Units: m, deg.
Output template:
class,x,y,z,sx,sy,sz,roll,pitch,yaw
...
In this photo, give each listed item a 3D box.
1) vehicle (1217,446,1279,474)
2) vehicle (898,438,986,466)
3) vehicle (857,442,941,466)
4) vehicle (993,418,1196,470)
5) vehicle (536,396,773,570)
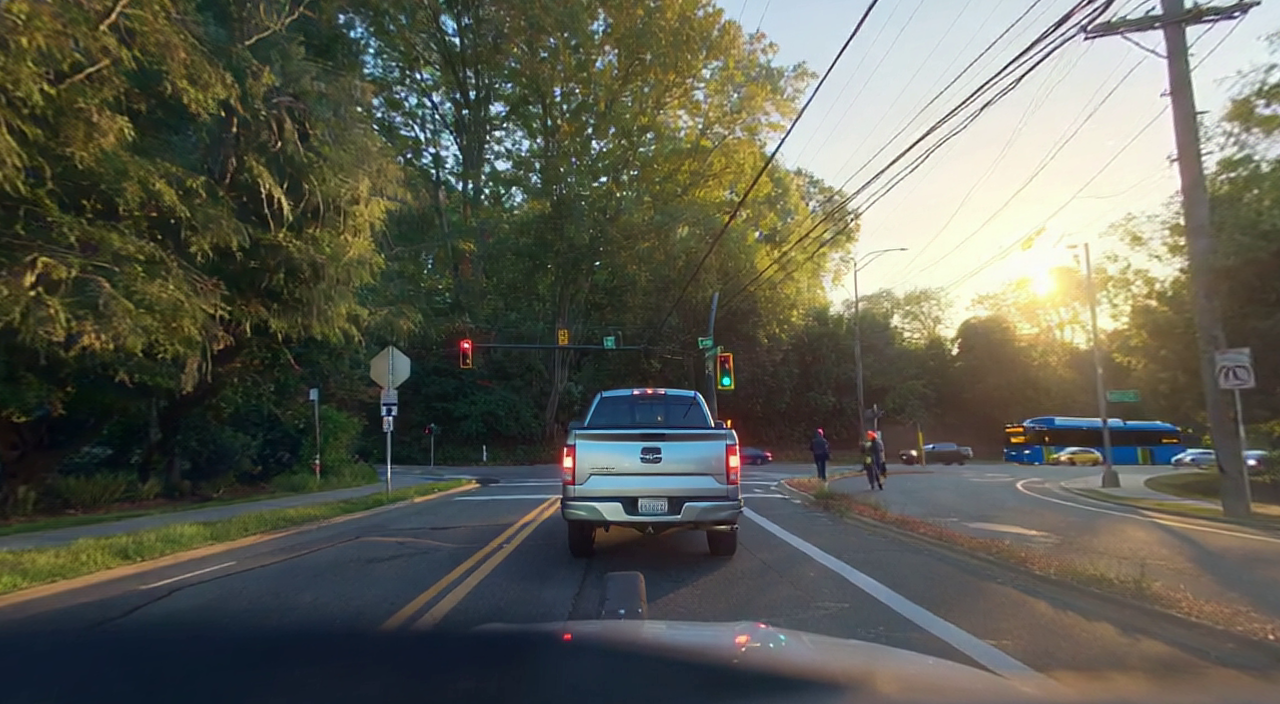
class,x,y,z,sx,sy,sz,roll,pitch,yaw
vehicle,41.370,7.018,41.260,5.426,1.728,1.999,0,-8,-2
vehicle,21.657,7.209,45.463,5.235,1.878,2.107,0,-8,-1
vehicle,16.814,6.637,41.209,4.578,1.490,1.935,-1,-8,3
vehicle,29.400,5.987,41.250,10.726,3.128,3.003,-1,-8,1
vehicle,0.118,1.900,10.077,2.707,1.964,5.485,0,-8,-1
